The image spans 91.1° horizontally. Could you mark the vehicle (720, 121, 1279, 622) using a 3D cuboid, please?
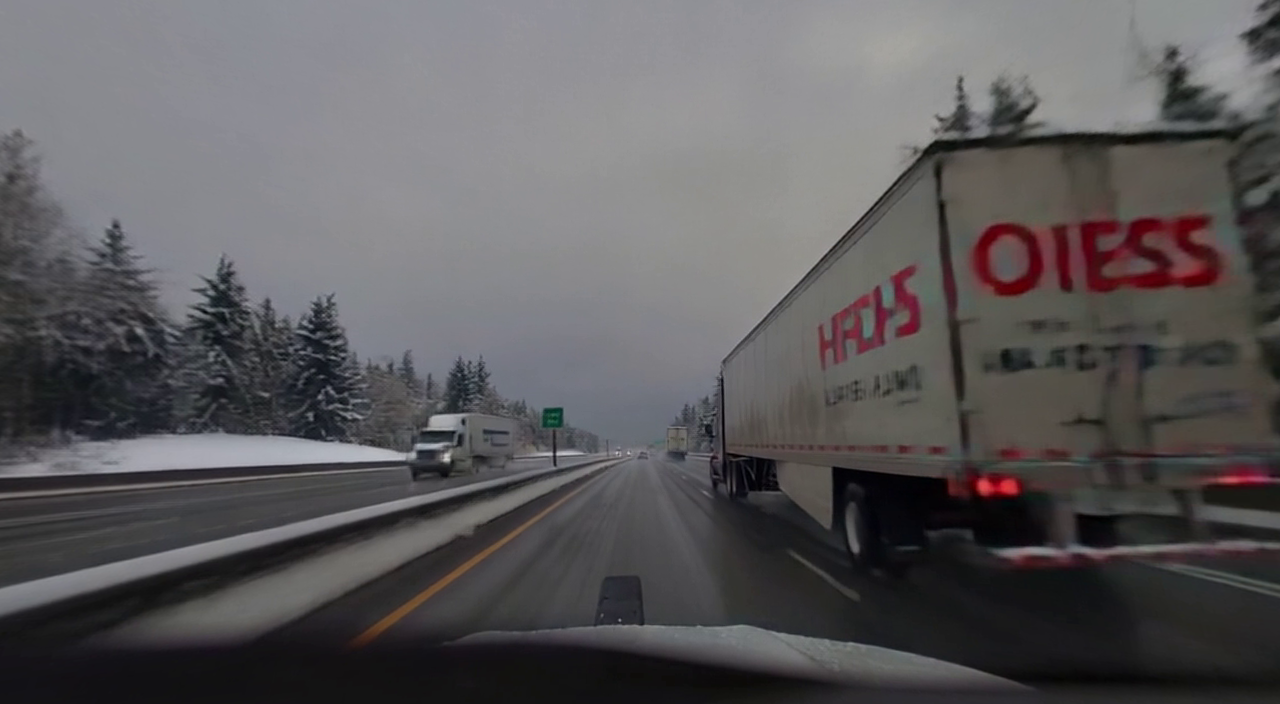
[{"bbox_3d":[4.025,1.133,12.021,2.926,4.060,14.068,0,-9,-1],"label":"vehicle"}]

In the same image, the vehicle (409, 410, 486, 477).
[{"bbox_3d":[-12.333,5.986,40.968,3.006,3.972,5.785,0,-9,1],"label":"vehicle"}]
